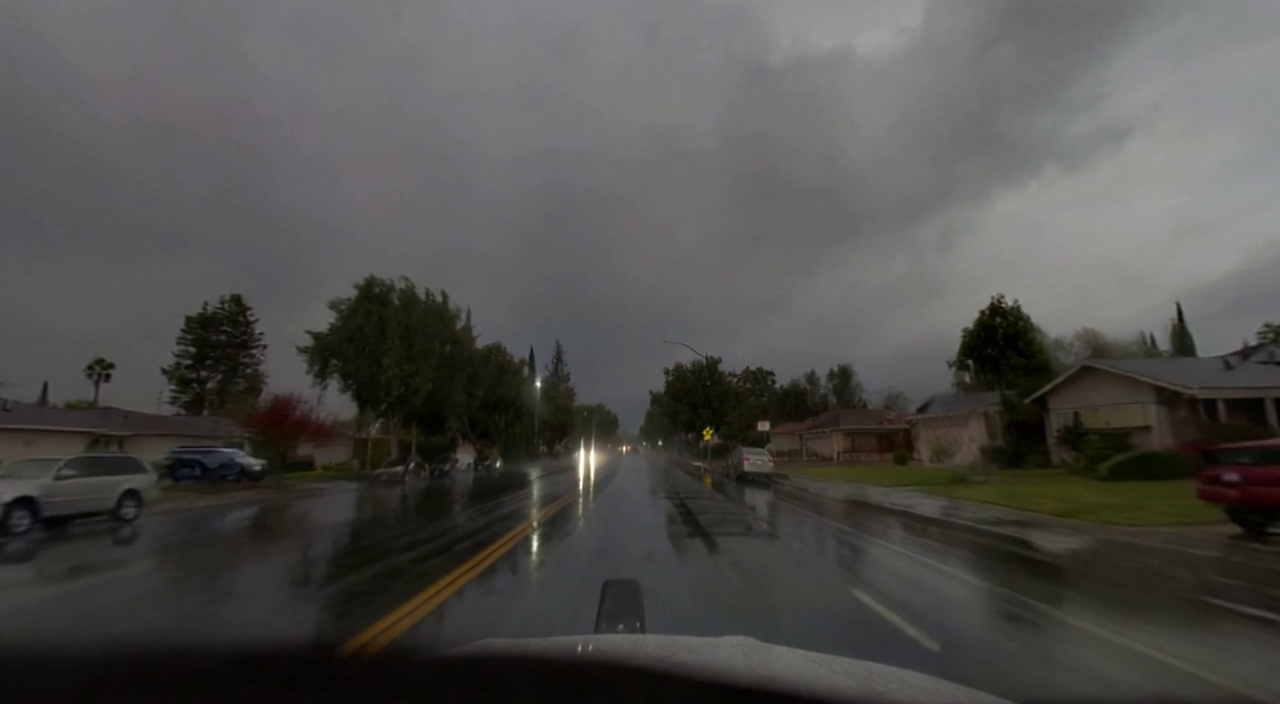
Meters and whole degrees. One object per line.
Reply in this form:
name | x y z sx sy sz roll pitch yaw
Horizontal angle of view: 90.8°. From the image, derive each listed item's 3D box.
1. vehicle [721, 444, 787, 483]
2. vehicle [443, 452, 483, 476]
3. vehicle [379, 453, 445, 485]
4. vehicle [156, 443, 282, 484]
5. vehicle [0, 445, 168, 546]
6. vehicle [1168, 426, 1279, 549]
vehicle | 4.699 4.668 26.821 1.925 1.482 4.746 0 -9 0
vehicle | -12.647 8.009 45.366 1.775 1.516 4.304 -3 -8 -1
vehicle | -12.311 6.318 34.413 1.940 1.452 4.485 -3 -9 1
vehicle | -19.966 5.292 30.146 4.461 1.886 2.072 0 -8 -1
vehicle | -12.634 2.932 13.279 2.049 1.782 4.460 -4 -8 0
vehicle | 10.163 1.758 8.378 4.501 1.502 1.975 0 -9 0
